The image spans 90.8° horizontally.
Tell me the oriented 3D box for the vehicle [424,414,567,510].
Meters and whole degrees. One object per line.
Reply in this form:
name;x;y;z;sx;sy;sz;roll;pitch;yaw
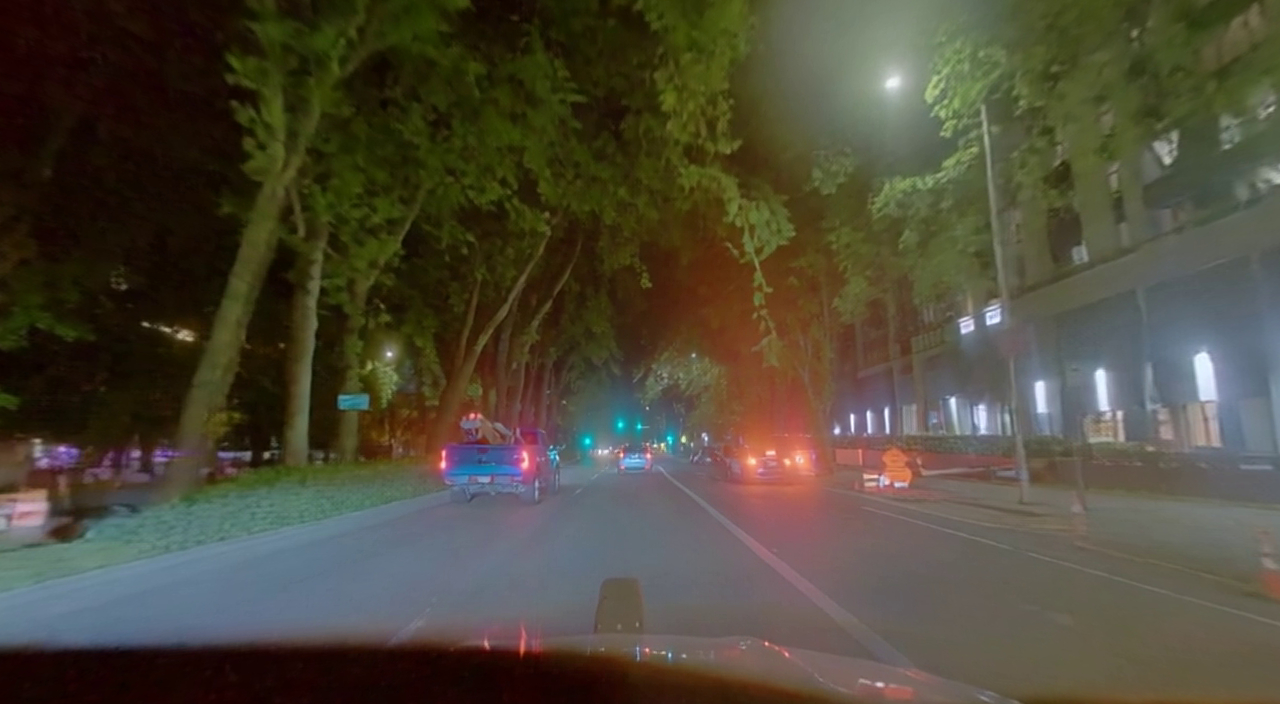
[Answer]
vehicle;-3.467;2.814;16.611;2.424;2.063;5.678;0;-9;0

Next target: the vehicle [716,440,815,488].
vehicle;4.520;4.100;23.551;2.082;1.601;4.451;1;-9;-10

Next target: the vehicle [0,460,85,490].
vehicle;-34.801;6.980;36.091;1.876;1.470;4.711;0;-9;0

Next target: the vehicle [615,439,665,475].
vehicle;-0.049;5.448;32.994;2.413;1.748;4.406;0;-9;-1
